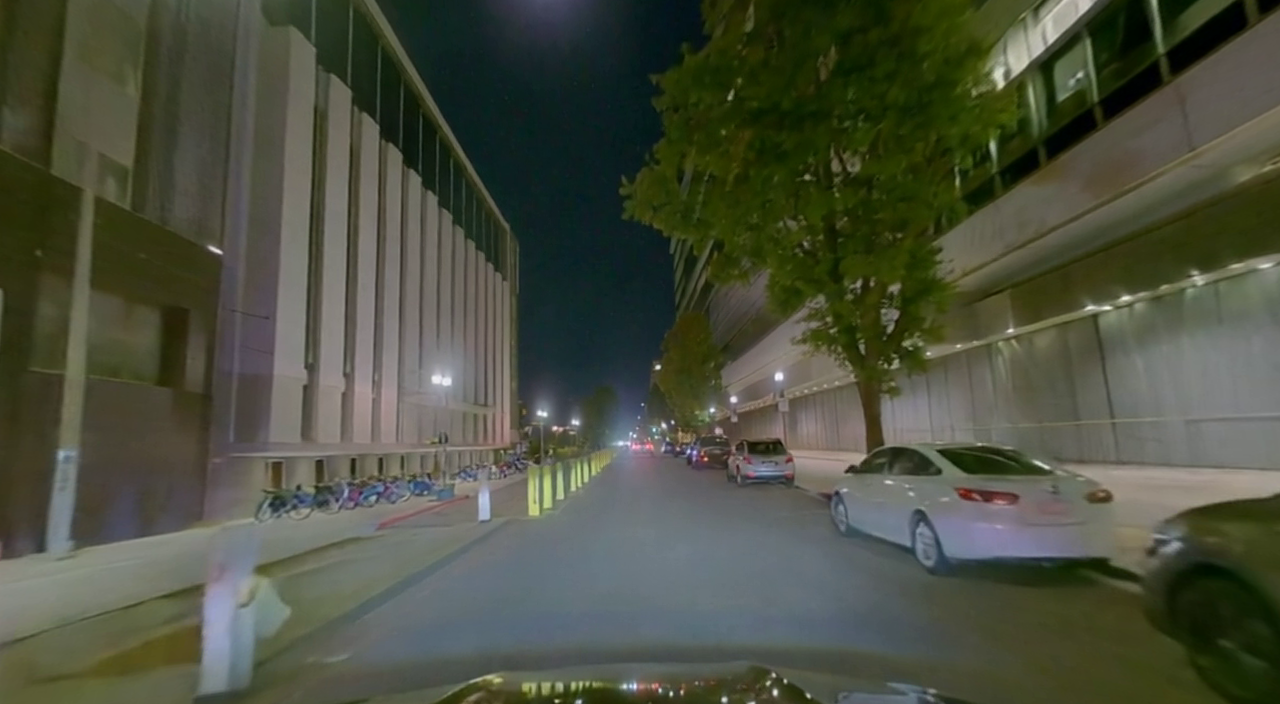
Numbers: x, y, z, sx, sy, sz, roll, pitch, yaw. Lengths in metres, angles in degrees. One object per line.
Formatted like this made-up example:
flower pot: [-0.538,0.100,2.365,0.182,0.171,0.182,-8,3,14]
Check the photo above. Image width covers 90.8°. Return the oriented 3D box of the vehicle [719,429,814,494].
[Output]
vehicle: [3.813,3.389,19.881,1.999,1.769,4.191,-1,-8,-2]

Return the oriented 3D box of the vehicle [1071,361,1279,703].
vehicle: [3.793,0.727,1.796,1.918,1.674,4.464,-1,-8,0]

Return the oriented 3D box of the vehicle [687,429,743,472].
vehicle: [3.522,4.733,30.541,2.127,1.864,4.892,0,-8,1]

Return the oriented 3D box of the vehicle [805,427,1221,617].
vehicle: [3.729,1.754,7.725,1.926,1.509,4.985,-1,-8,-2]
